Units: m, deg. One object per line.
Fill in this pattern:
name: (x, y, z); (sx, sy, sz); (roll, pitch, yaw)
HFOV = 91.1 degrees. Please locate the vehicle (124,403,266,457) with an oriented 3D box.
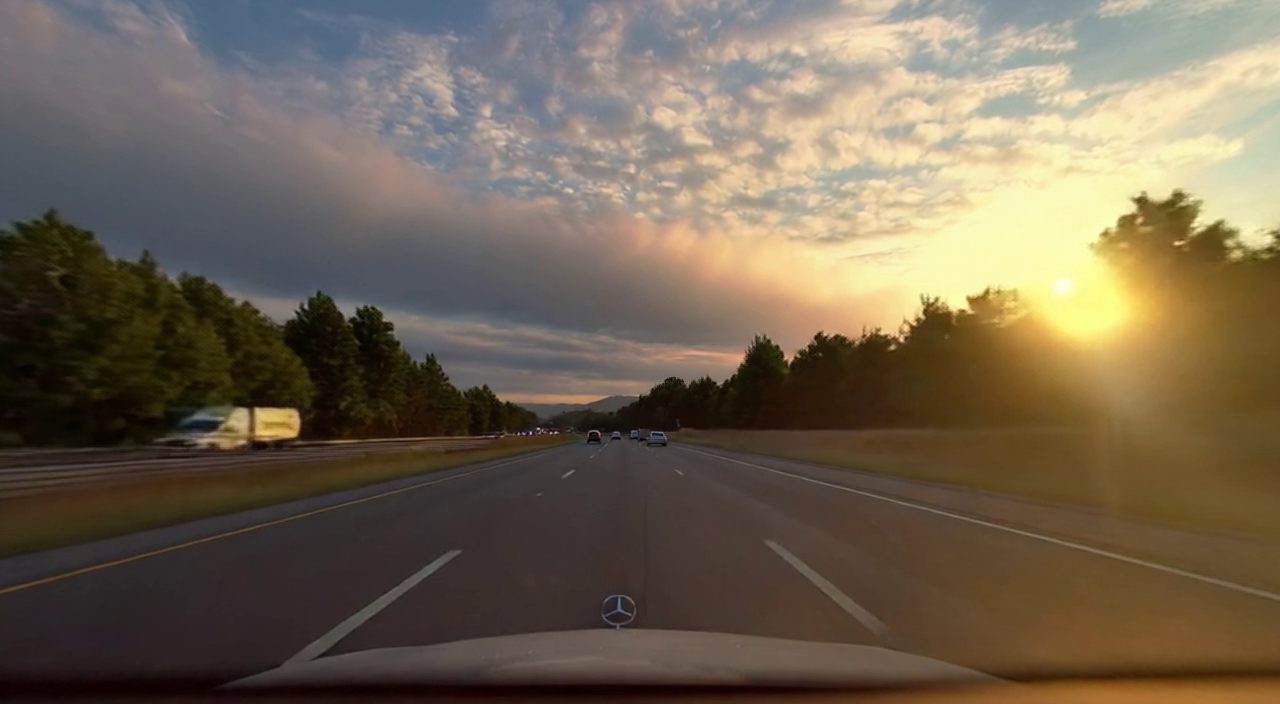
vehicle: (-17.642, 3.170, 25.321); (2.171, 1.969, 4.913); (0, -8, -1)
